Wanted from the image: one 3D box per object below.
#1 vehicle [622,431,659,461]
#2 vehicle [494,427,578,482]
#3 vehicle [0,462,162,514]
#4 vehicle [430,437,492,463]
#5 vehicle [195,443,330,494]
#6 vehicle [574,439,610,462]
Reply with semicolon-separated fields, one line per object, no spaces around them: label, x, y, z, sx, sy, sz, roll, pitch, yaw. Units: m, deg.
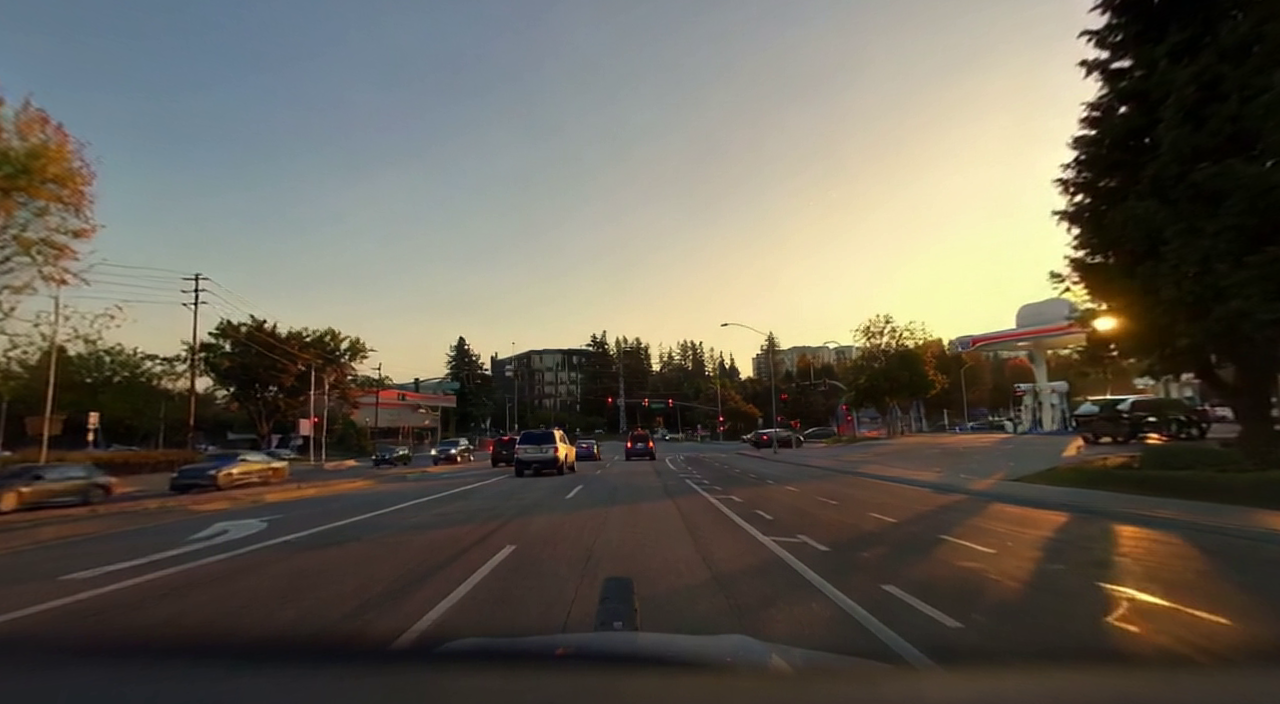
vehicle;0.060;6.043;40.541;2.224;1.819;5.005;0;-9;1
vehicle;-3.491;3.555;22.027;2.096;1.718;4.266;0;-9;1
vehicle;-16.950;4.067;19.225;1.765;1.310;3.824;0;-9;0
vehicle;-13.501;7.440;48.049;2.238;1.872;5.625;-2;-9;10
vehicle;-13.497;4.164;23.006;1.981;1.671;4.598;0;-9;1
vehicle;-3.097;6.439;41.257;1.881;1.424;4.098;0;-9;2
